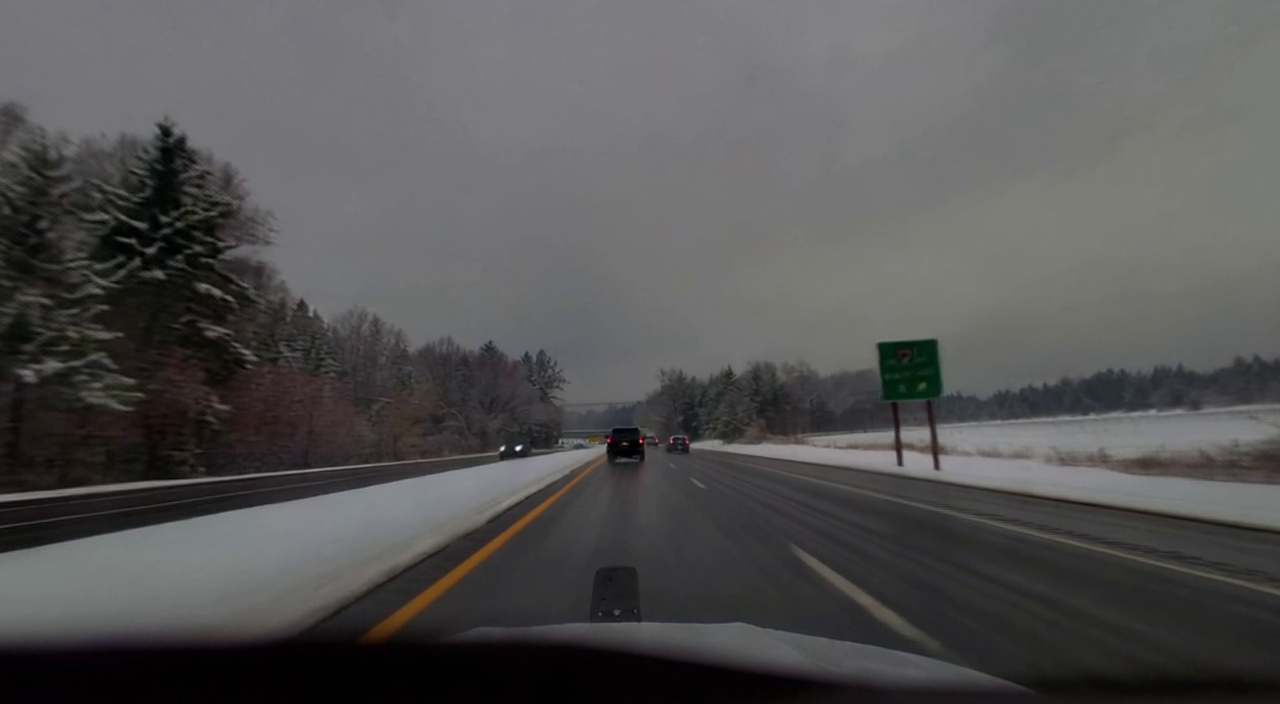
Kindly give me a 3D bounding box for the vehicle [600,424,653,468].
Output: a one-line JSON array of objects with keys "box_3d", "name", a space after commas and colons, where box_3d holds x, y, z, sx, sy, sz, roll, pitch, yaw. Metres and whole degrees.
[{"box_3d": [-0.692, 4.744, 32.021, 2.503, 2.044, 4.633, 0, -8, -1], "name": "vehicle"}]
